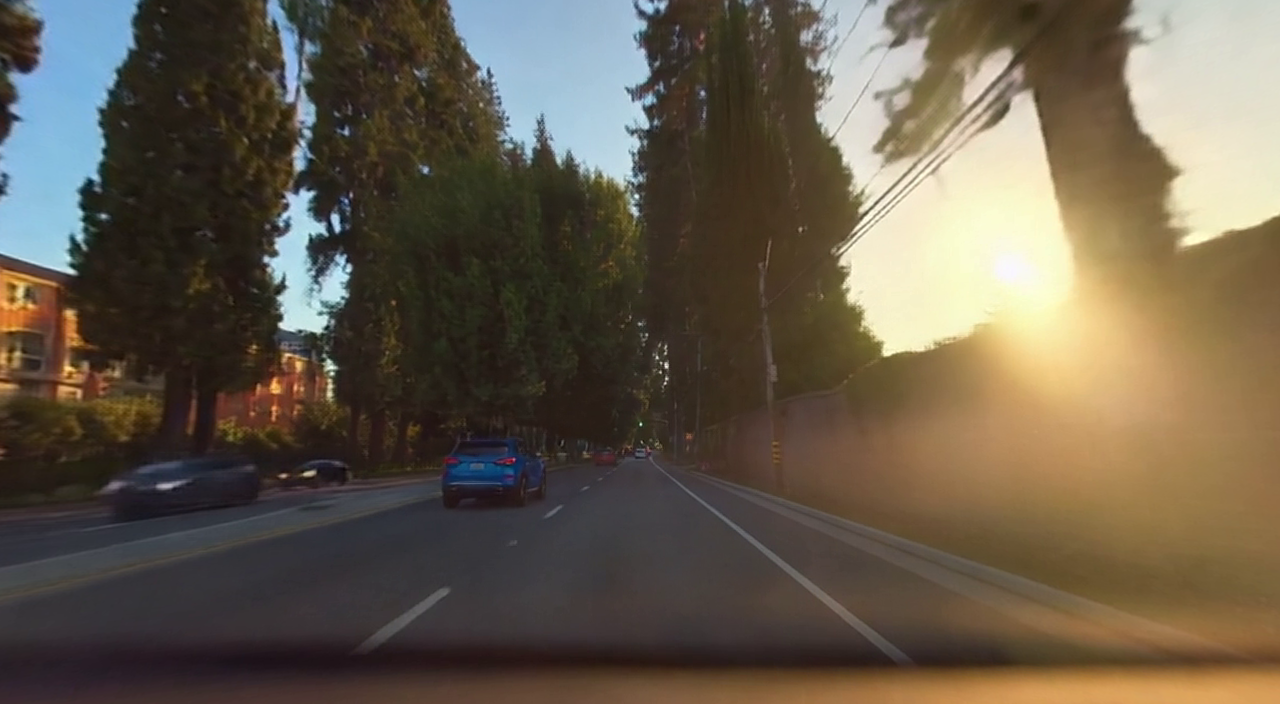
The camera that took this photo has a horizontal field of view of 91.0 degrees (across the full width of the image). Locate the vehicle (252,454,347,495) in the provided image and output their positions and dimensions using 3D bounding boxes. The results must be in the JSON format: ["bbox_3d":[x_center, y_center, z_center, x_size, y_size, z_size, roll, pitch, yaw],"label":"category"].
[{"bbox_3d":[-16.582,5.969,31.003,2.029,1.780,4.784,1,-9,-1],"label":"vehicle"}]

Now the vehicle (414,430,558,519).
[{"bbox_3d":[-3.338,2.753,14.729,2.147,1.730,4.555,0,-8,1],"label":"vehicle"}]

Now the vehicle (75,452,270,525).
[{"bbox_3d":[-12.160,3.512,16.838,1.894,1.634,4.292,0,-9,0],"label":"vehicle"}]
